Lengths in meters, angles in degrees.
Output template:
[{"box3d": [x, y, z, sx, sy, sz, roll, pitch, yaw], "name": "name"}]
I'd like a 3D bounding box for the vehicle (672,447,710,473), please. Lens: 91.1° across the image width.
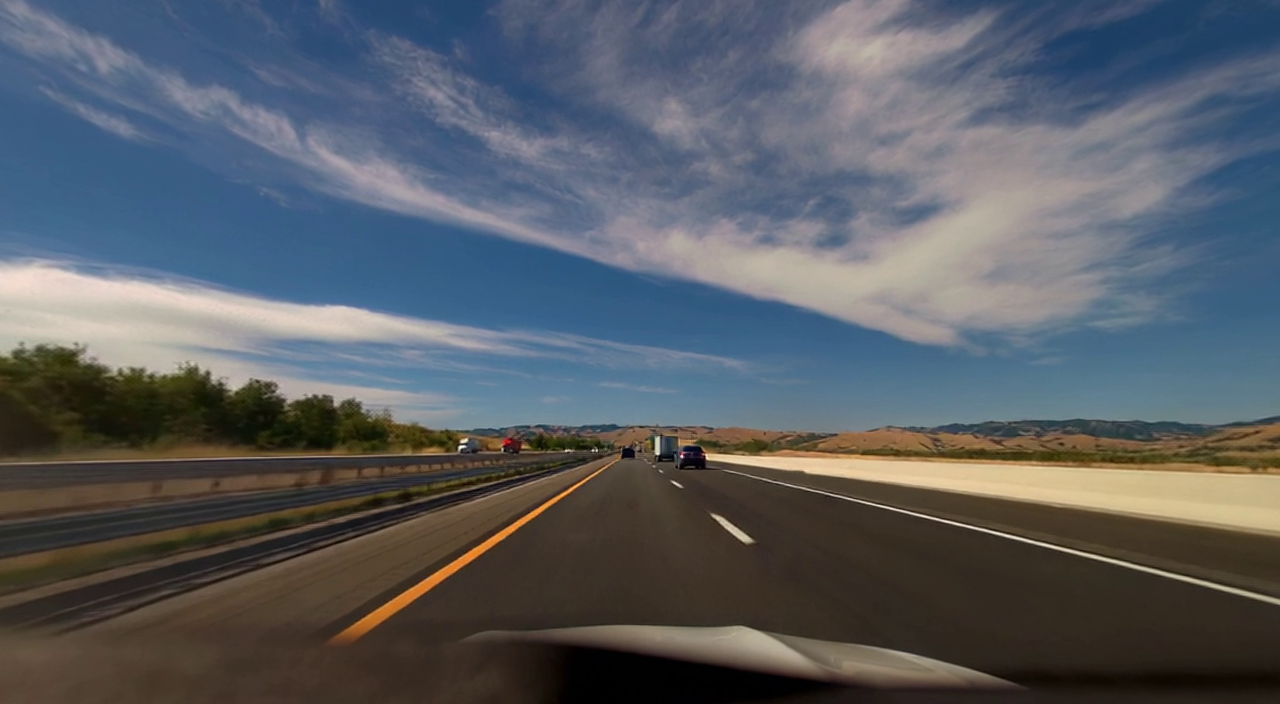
[{"box3d": [3.029, 6.451, 37.752, 1.836, 1.459, 3.766, 0, -9, -2], "name": "vehicle"}]
